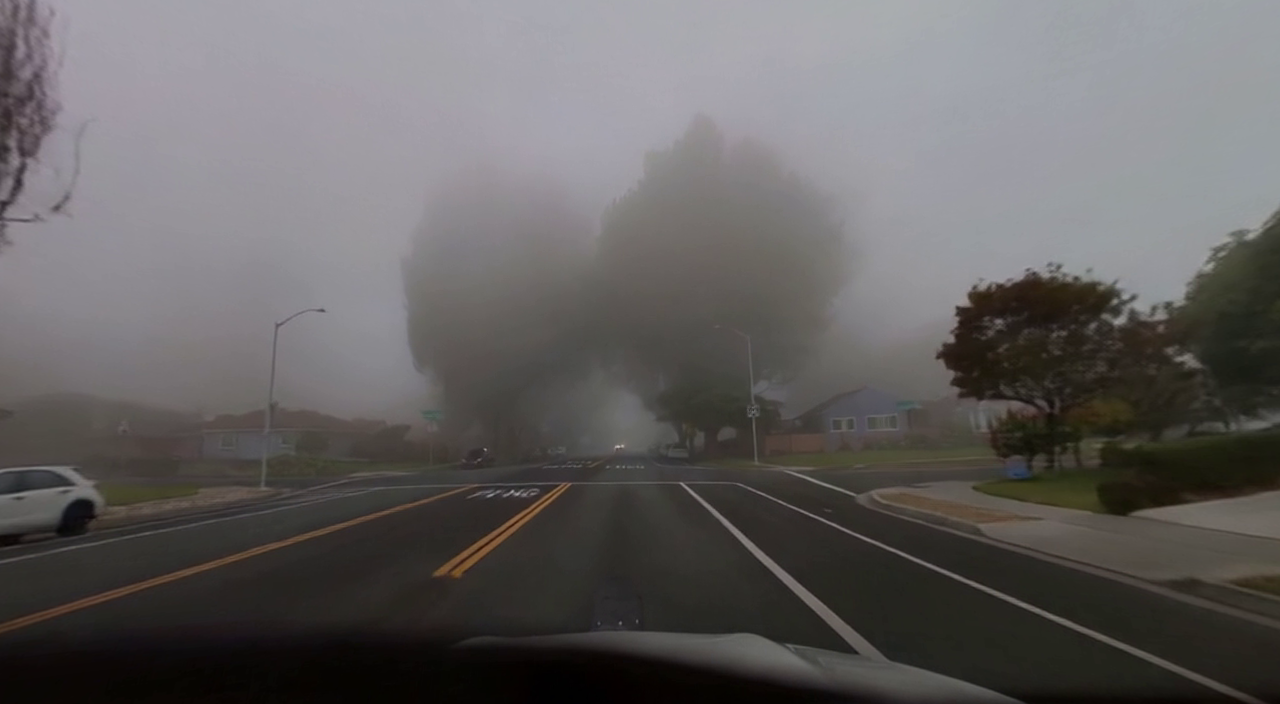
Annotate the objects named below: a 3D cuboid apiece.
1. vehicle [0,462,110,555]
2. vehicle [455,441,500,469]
[{"bbox_3d":[-11.558,2.656,10.511,1.870,1.451,4.140,-1,-8,0],"label":"vehicle"},{"bbox_3d":[-12.548,7.999,49.269,2.199,1.988,5.454,0,-9,-2],"label":"vehicle"}]
